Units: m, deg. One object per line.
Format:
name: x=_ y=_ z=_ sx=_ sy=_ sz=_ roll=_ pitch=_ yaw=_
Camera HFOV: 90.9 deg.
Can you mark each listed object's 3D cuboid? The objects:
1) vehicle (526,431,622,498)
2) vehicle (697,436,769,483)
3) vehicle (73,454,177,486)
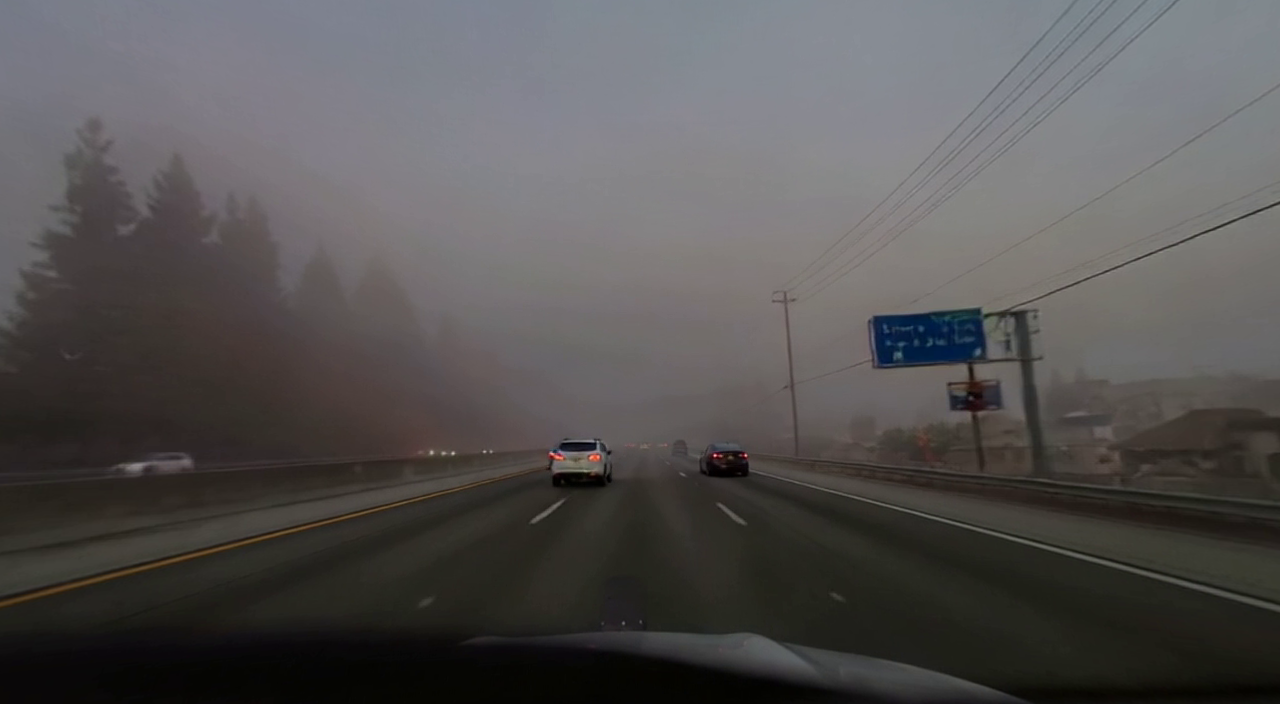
vehicle: x=-1.666 y=3.058 z=17.522 sx=2.049 sy=1.620 sz=4.153 roll=0 pitch=-8 yaw=2
vehicle: x=3.302 y=3.896 z=23.193 sx=1.996 sy=1.579 sz=3.841 roll=0 pitch=-8 yaw=-1
vehicle: x=-31.538 y=7.217 z=38.896 sx=2.143 sy=1.777 sz=5.015 roll=0 pitch=-8 yaw=0
